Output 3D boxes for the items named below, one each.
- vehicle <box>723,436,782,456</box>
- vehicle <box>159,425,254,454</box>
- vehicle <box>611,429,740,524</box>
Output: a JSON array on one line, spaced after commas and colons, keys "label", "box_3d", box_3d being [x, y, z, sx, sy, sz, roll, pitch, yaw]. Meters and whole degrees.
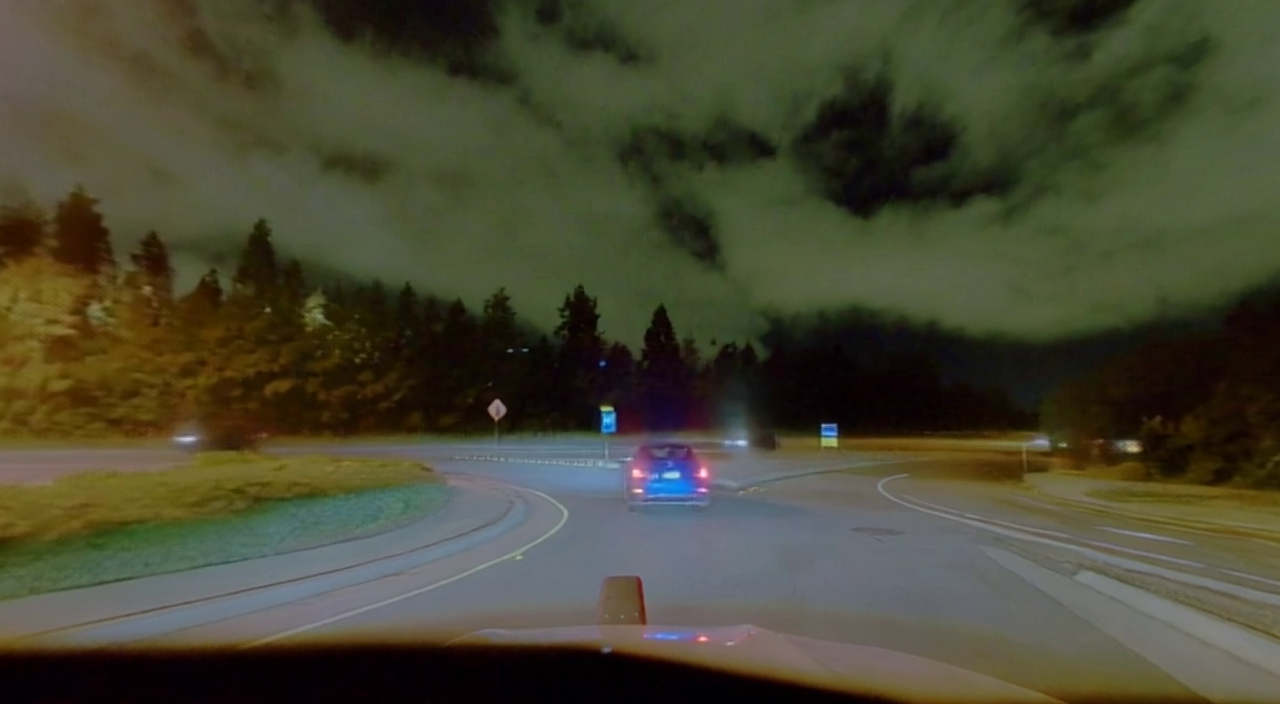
[{"label": "vehicle", "box_3d": [8.713, 7.316, 48.978, 4.111, 1.551, 1.839, 3, -10, -22]}, {"label": "vehicle", "box_3d": [-24.567, 5.018, 35.893, 4.045, 1.569, 1.781, 3, -10, -23]}, {"label": "vehicle", "box_3d": [0.531, 2.485, 13.039, 2.078, 1.607, 4.010, 0, -9, -5]}]
